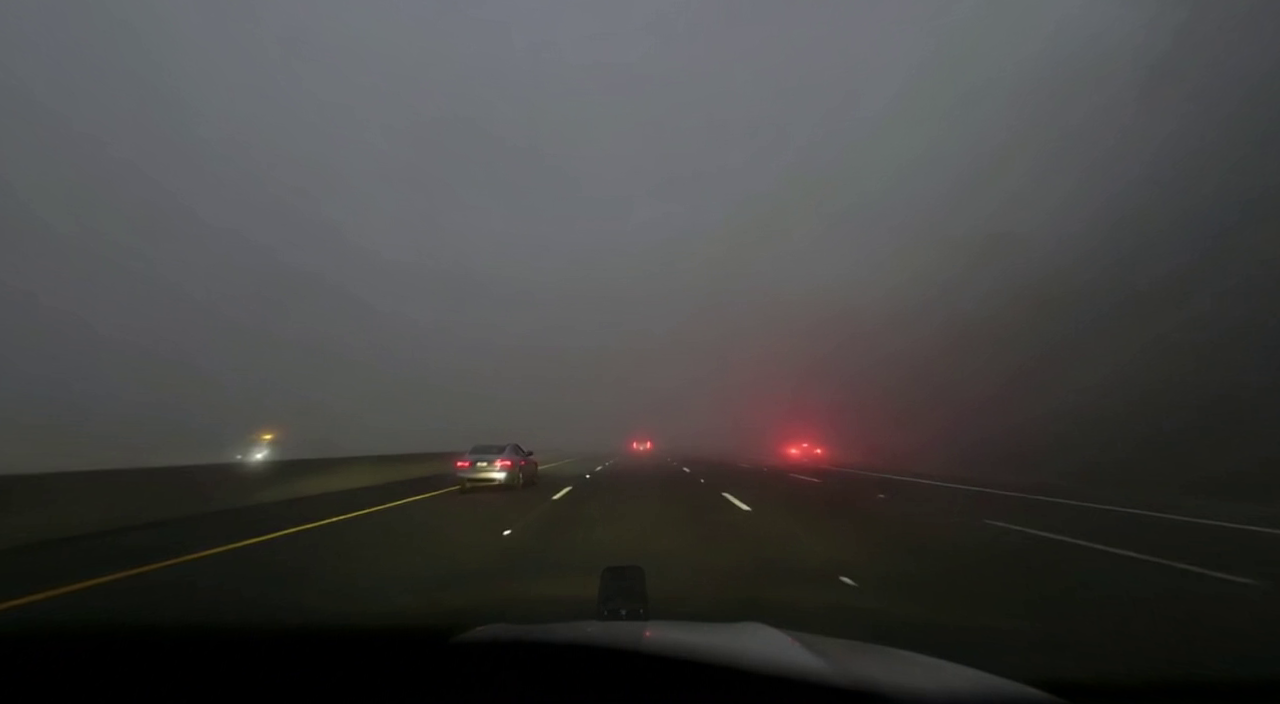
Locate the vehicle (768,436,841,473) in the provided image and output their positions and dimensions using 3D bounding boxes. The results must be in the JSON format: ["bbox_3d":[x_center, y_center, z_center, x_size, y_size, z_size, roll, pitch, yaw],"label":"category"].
[{"bbox_3d":[7.269,4.571,28.324,1.870,1.493,5.015,0,-8,-1],"label":"vehicle"}]

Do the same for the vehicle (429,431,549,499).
[{"bbox_3d":[-3.819,2.942,16.765,2.050,1.546,4.344,0,-8,1],"label":"vehicle"}]
